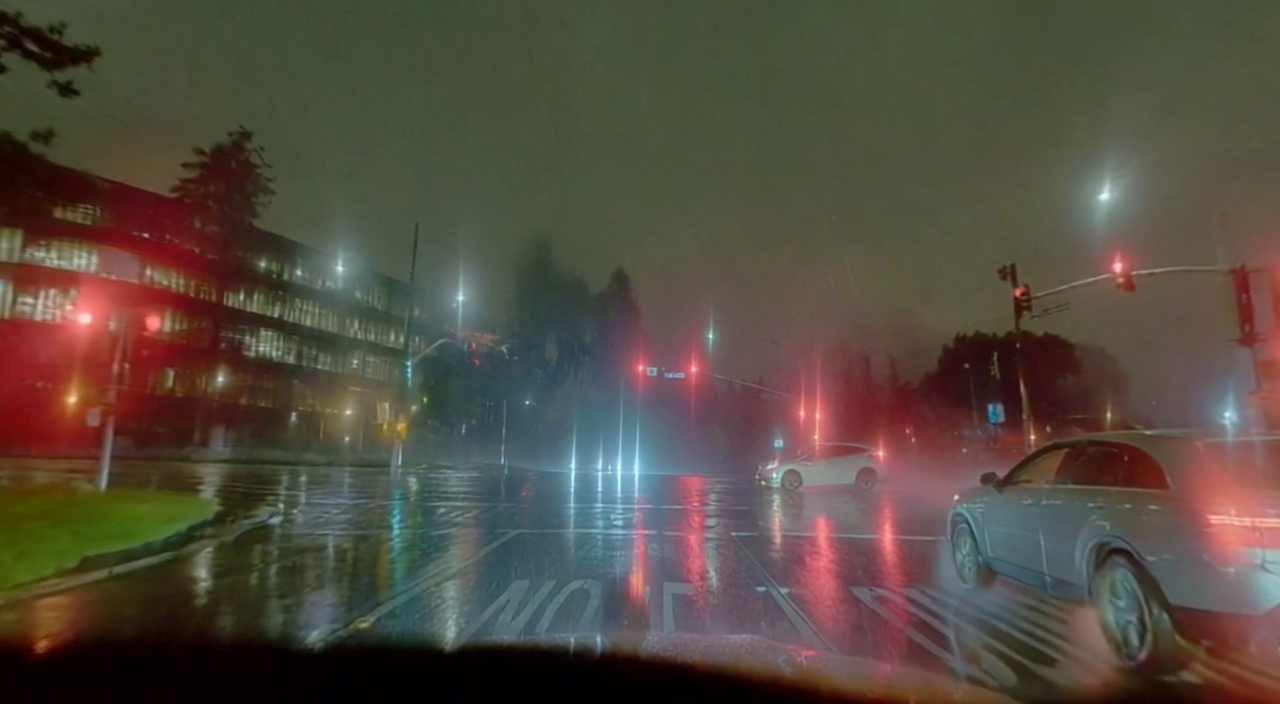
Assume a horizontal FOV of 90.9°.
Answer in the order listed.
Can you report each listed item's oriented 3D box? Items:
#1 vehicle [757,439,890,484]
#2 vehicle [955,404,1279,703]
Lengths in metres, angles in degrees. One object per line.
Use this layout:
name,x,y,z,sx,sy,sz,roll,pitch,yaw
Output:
vehicle,7.359,4.360,25.380,4.715,1.671,2.030,3,-9,-17
vehicle,4.187,1.244,4.321,2.036,1.583,4.911,-1,-8,7
